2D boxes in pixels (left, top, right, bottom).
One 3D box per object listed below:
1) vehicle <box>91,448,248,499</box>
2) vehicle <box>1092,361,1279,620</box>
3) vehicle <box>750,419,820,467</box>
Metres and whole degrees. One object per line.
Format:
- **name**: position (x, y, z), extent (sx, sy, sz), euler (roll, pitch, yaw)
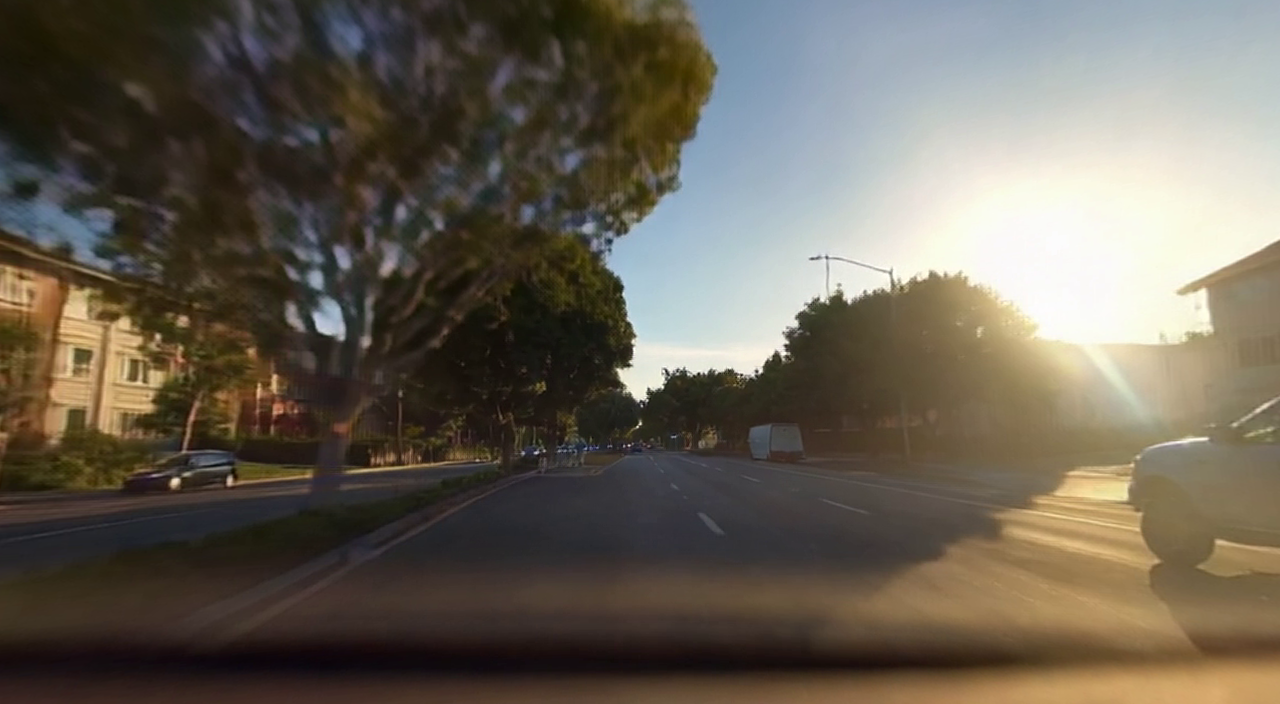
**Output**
- **vehicle**: position (-19.486, 5.000, 26.633), extent (2.146, 1.848, 5.680), euler (-1, -9, 1)
- **vehicle**: position (6.157, 0.876, 3.646), extent (2.493, 1.956, 6.125), euler (0, -9, -1)
- **vehicle**: position (10.170, 6.523, 45.436), extent (2.842, 2.993, 8.104), euler (-3, -8, -1)
